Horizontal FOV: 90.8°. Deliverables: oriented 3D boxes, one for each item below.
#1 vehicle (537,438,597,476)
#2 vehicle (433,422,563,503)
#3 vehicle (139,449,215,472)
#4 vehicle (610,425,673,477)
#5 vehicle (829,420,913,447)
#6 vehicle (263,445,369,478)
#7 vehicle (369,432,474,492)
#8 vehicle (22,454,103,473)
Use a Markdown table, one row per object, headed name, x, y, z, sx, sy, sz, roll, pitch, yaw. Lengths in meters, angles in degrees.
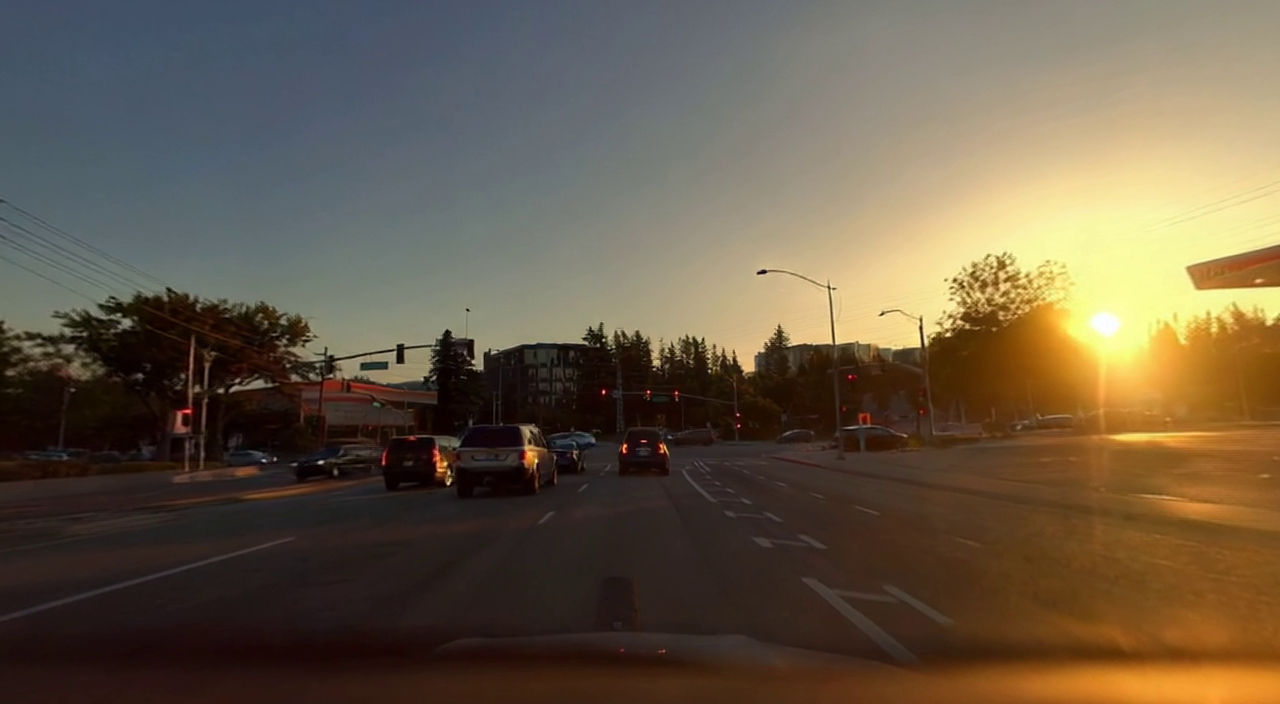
| name | x | y | z | sx | sy | sz | roll | pitch | yaw |
| --- | --- | --- | --- | --- | --- | --- | --- | --- | --- |
| vehicle | -2.929 | 4.318 | 26.147 | 1.881 | 1.424 | 4.098 | 0 | -9 | 2 |
| vehicle | -3.310 | 2.692 | 15.685 | 2.096 | 1.718 | 4.266 | 0 | -9 | 2 |
| vehicle | -36.296 | 8.517 | 49.612 | 4.661 | 1.456 | 1.817 | -3 | -7 | 2 |
| vehicle | 0.089 | 3.872 | 24.877 | 2.224 | 1.819 | 5.005 | 0 | -8 | 1 |
| vehicle | 18.189 | 6.456 | 49.784 | 5.782 | 1.950 | 2.225 | -5 | -10 | 30 |
| vehicle | -17.176 | 5.818 | 33.966 | 2.299 | 1.616 | 5.765 | -1 | -9 | 5 |
| vehicle | -6.407 | 3.270 | 19.005 | 1.790 | 1.605 | 3.696 | 0 | -9 | 0 |
| vehicle | -45.636 | 8.780 | 49.974 | 4.577 | 1.445 | 1.856 | 0 | -8 | 2 |
